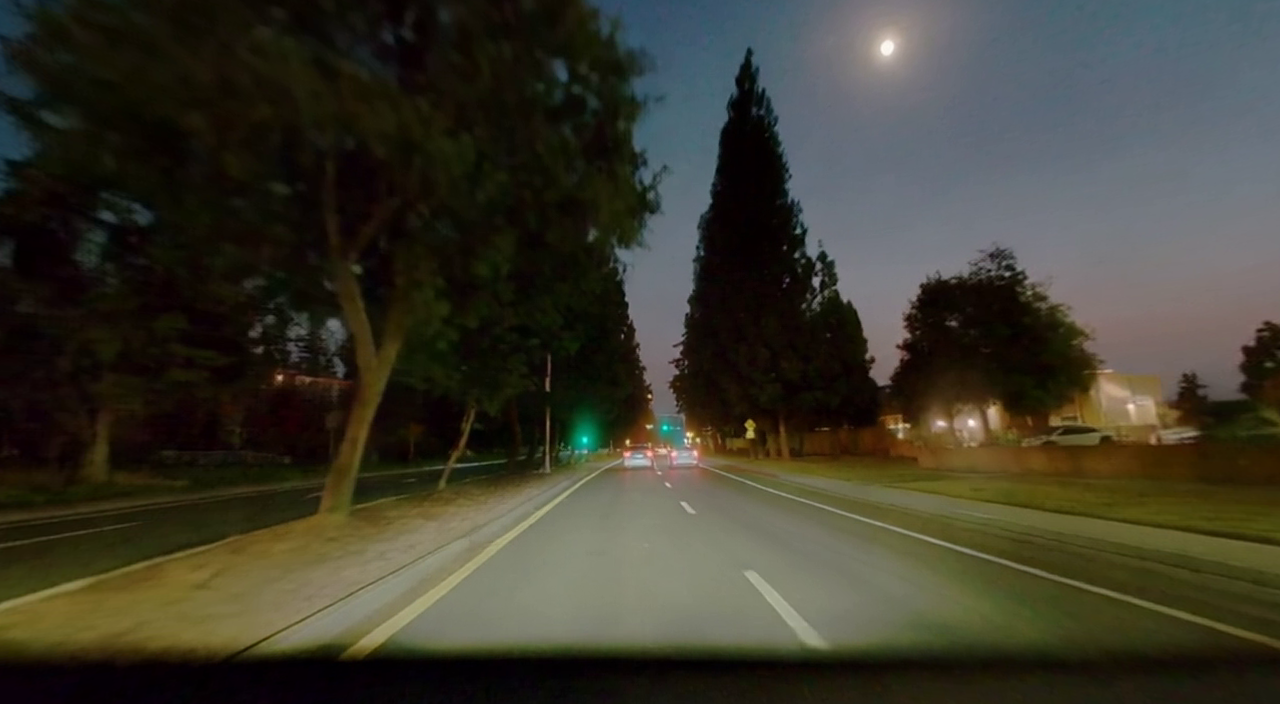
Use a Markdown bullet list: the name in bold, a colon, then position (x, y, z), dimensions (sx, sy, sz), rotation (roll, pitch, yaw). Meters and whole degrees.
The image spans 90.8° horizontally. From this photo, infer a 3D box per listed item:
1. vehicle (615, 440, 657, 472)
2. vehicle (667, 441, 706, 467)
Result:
- **vehicle**: position (-0.174, 5.239, 32.091), dimensions (2.018, 1.511, 3.993), rotation (0, -8, 1)
- **vehicle**: position (2.886, 6.455, 40.243), dimensions (2.057, 1.496, 4.401), rotation (0, -8, -1)
